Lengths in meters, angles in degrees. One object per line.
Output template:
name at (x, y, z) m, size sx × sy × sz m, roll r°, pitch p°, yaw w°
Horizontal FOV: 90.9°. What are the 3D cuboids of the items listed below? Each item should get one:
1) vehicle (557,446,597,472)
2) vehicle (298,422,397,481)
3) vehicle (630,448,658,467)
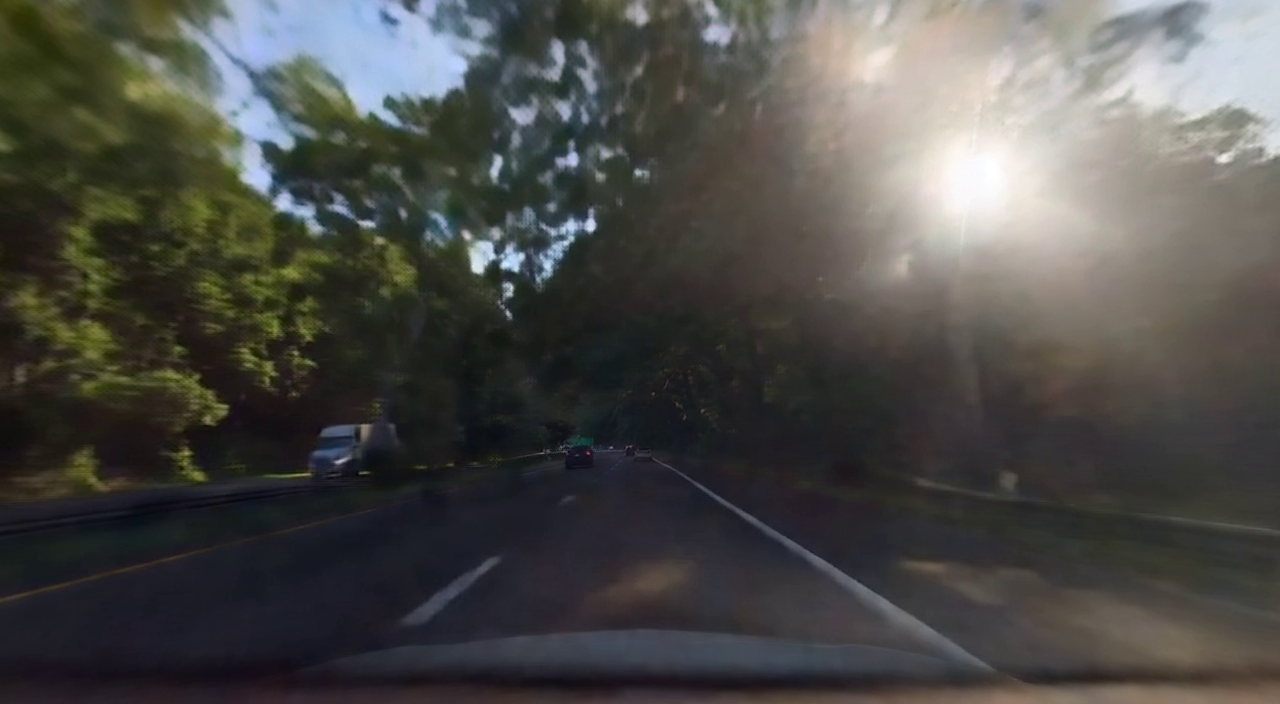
vehicle at (-3.875, 6.678, 39.510) m, size 2.112 × 1.498 × 4.117 m, roll 0°, pitch -9°, yaw -1°
vehicle at (-19.361, 6.671, 42.375) m, size 2.913 × 3.570 × 7.466 m, roll 0°, pitch -9°, yaw 1°
vehicle at (0.272, 7.968, 47.657) m, size 1.989 × 1.402 × 3.831 m, roll 0°, pitch -9°, yaw 0°
